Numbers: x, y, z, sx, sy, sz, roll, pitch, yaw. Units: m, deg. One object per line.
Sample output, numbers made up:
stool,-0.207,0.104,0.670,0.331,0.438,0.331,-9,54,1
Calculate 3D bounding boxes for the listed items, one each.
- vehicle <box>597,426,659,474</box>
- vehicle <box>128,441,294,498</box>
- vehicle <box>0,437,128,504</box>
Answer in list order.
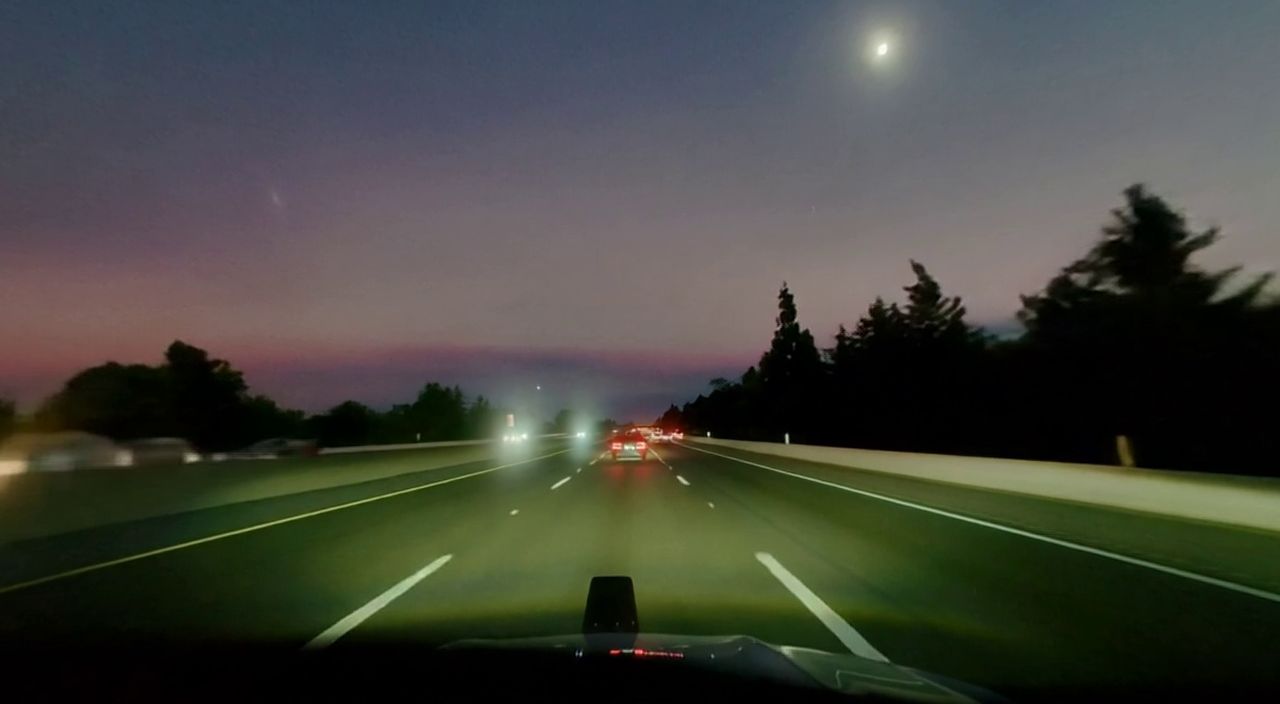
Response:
vehicle,-0.426,3.561,23.079,2.094,1.600,3.666,0,-8,-1
vehicle,-12.561,3.413,18.875,1.907,1.444,4.397,0,-8,-1
vehicle,-16.273,3.044,16.666,2.034,1.584,4.118,0,-8,-1
